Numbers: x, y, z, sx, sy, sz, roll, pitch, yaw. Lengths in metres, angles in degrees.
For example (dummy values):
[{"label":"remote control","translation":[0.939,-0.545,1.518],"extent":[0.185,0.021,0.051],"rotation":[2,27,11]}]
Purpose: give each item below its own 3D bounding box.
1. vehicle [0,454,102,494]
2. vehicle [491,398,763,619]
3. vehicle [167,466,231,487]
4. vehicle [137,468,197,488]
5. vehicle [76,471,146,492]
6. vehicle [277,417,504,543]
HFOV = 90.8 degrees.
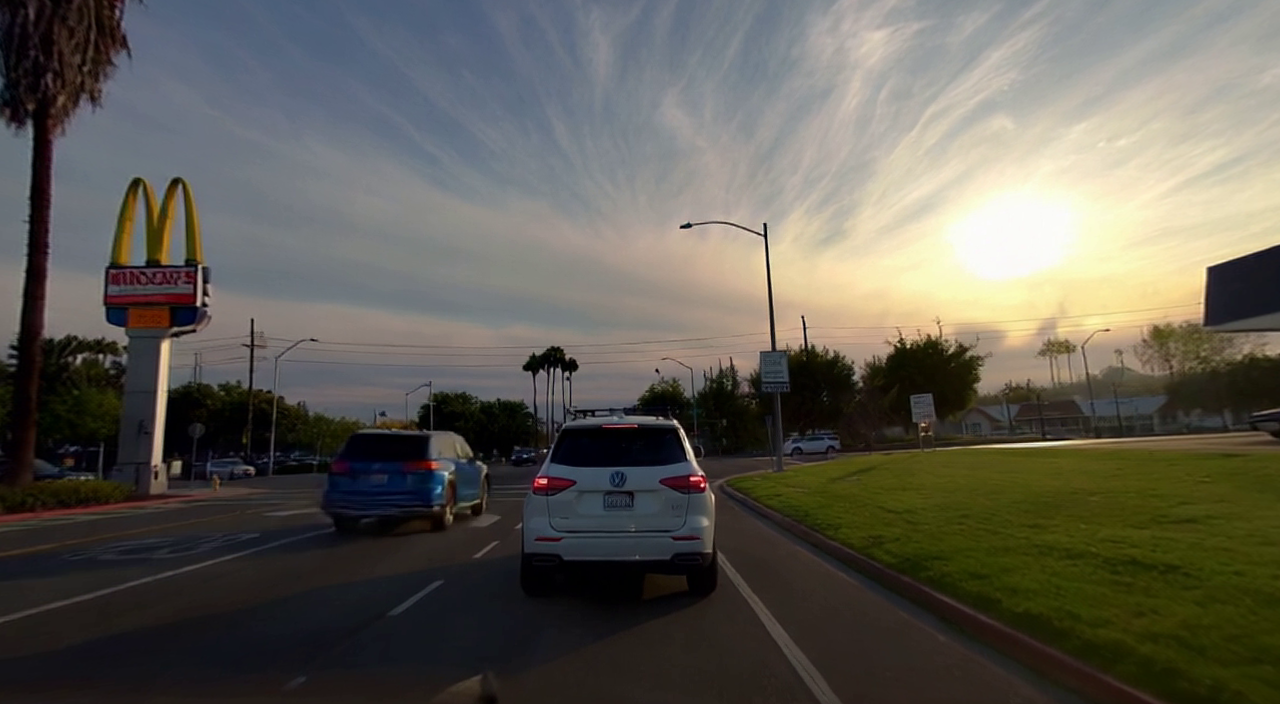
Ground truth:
[{"label":"vehicle","translation":[-28.089,5.564,29.025],"extent":[4.584,1.714,2.186],"rotation":[4,-10,-28]},{"label":"vehicle","translation":[-0.140,1.526,7.027],"extent":[2.137,1.728,3.926],"rotation":[0,-9,-1]},{"label":"vehicle","translation":[-33.271,9.392,47.789],"extent":[1.792,1.439,3.952],"rotation":[-1,-9,3]},{"label":"vehicle","translation":[-35.612,9.479,47.660],"extent":[1.641,1.375,3.640],"rotation":[0,-9,0]},{"label":"vehicle","translation":[-39.925,9.765,47.825],"extent":[1.602,1.400,4.220],"rotation":[0,-9,1]},{"label":"vehicle","translation":[-4.024,2.155,11.285],"extent":[2.181,1.771,4.567],"rotation":[0,-9,0]}]
